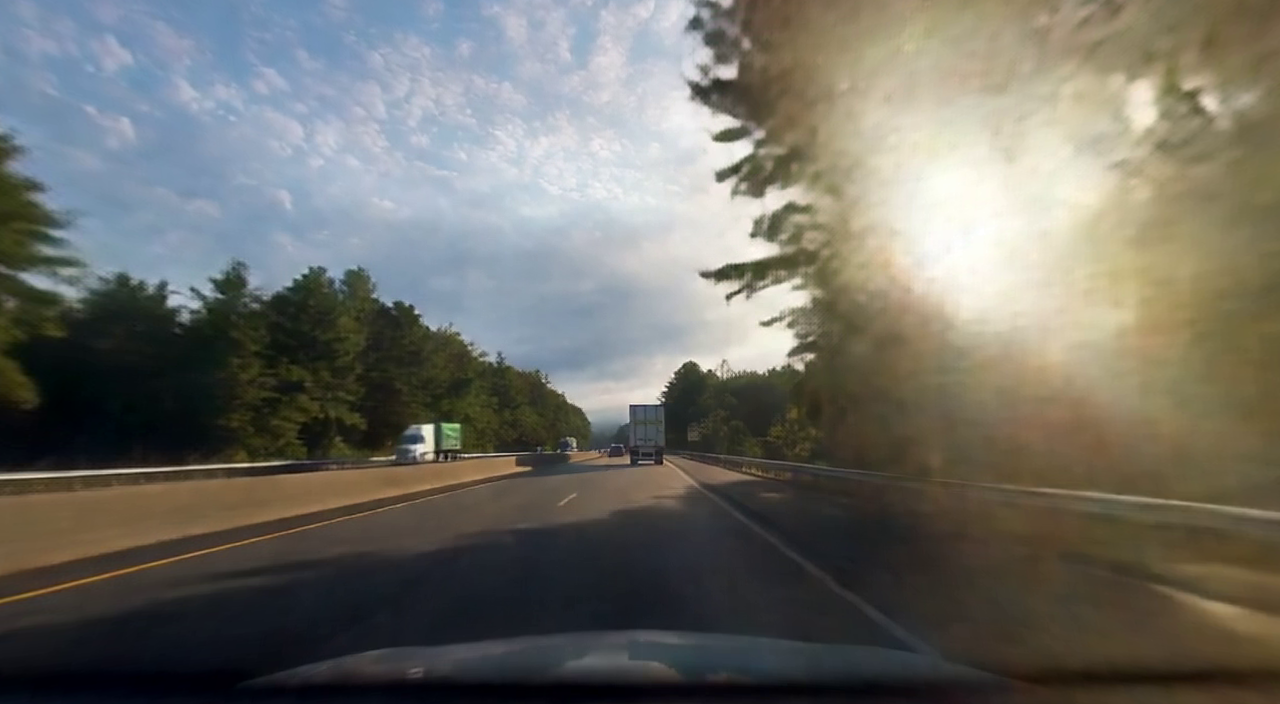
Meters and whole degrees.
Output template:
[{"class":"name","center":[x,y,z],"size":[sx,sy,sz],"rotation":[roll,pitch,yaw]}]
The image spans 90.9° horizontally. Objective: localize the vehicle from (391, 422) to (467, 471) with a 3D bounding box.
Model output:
[{"class":"vehicle","center":[-16.425,7.494,49.834],"size":[2.889,3.506,8.390],"rotation":[0,-9,2]}]

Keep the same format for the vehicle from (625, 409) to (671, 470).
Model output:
[{"class":"vehicle","center":[0.431,6.512,46.452],"size":[3.024,3.965,10.399],"rotation":[0,-9,-1]}]
